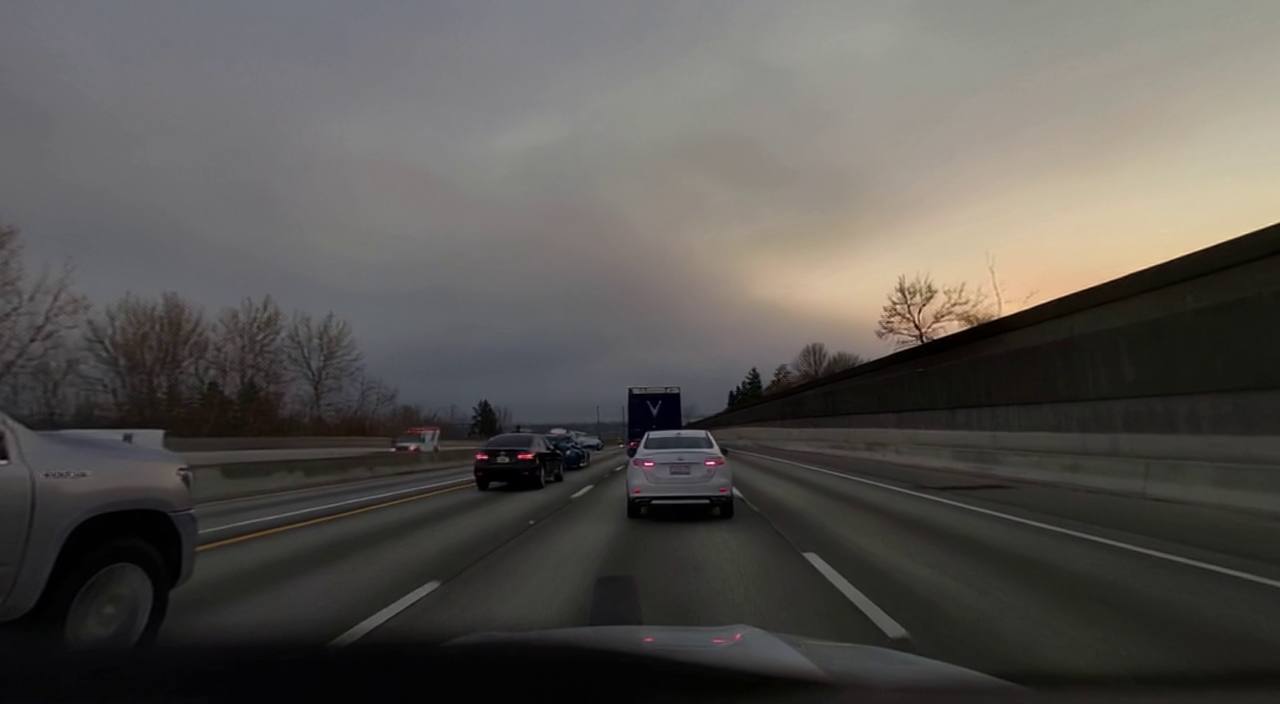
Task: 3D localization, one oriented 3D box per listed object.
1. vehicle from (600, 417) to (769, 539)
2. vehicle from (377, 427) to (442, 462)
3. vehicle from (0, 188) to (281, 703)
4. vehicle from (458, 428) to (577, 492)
[{"bbox_3d":[0.664,1.842,9.900,2.089,1.485,4.153,-1,-8,3],"label":"vehicle"},{"bbox_3d":[-16.979,6.827,46.696,2.305,2.396,5.841,-1,-8,3],"label":"vehicle"},{"bbox_3d":[-4.104,0.366,1.912,2.386,2.435,5.831,0,-8,2],"label":"vehicle"},{"bbox_3d":[-3.073,2.806,16.829,2.087,1.457,4.313,-1,-8,4],"label":"vehicle"}]
